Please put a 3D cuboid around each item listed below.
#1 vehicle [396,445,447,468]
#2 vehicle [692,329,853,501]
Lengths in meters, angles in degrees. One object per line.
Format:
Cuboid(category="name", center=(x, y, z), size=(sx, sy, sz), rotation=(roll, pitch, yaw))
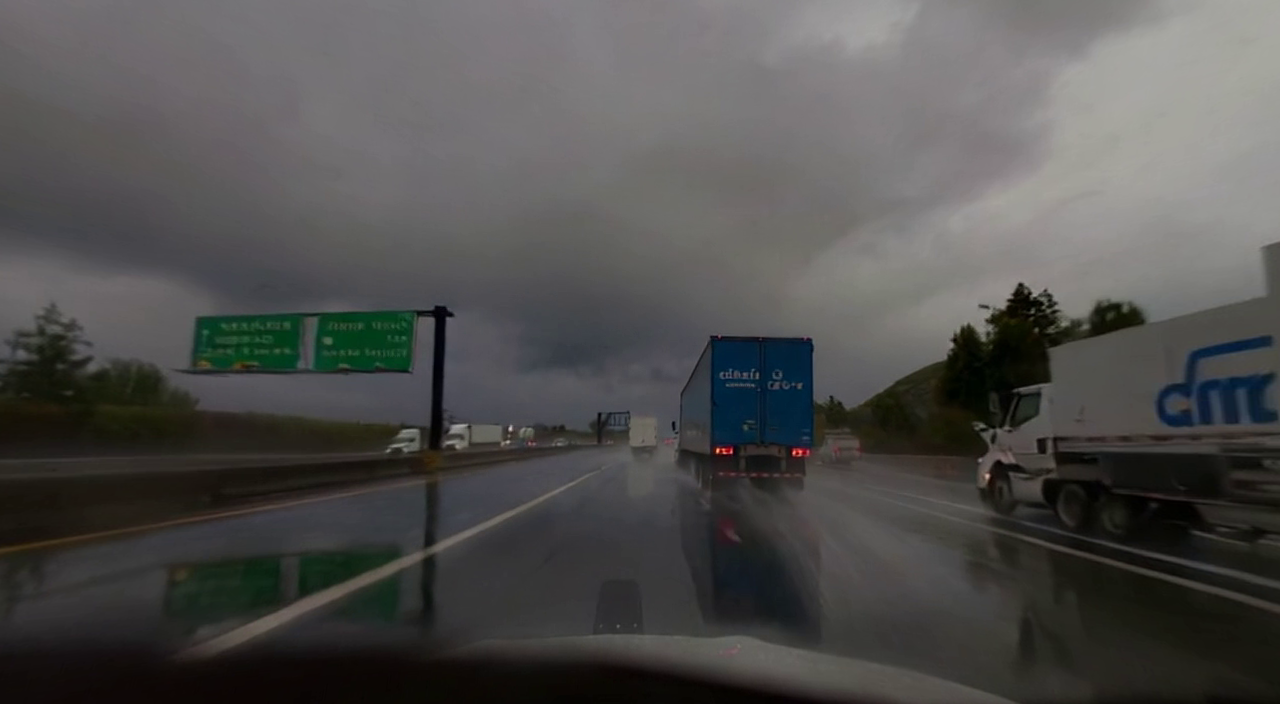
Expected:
Cuboid(category="vehicle", center=(-16.398, 7.821, 47.362), size=(1.980, 1.538, 4.622), rotation=(-1, -8, 3))
Cuboid(category="vehicle", center=(3.369, 2.070, 19.166), size=(2.920, 3.860, 10.035), rotation=(0, -8, 1))
